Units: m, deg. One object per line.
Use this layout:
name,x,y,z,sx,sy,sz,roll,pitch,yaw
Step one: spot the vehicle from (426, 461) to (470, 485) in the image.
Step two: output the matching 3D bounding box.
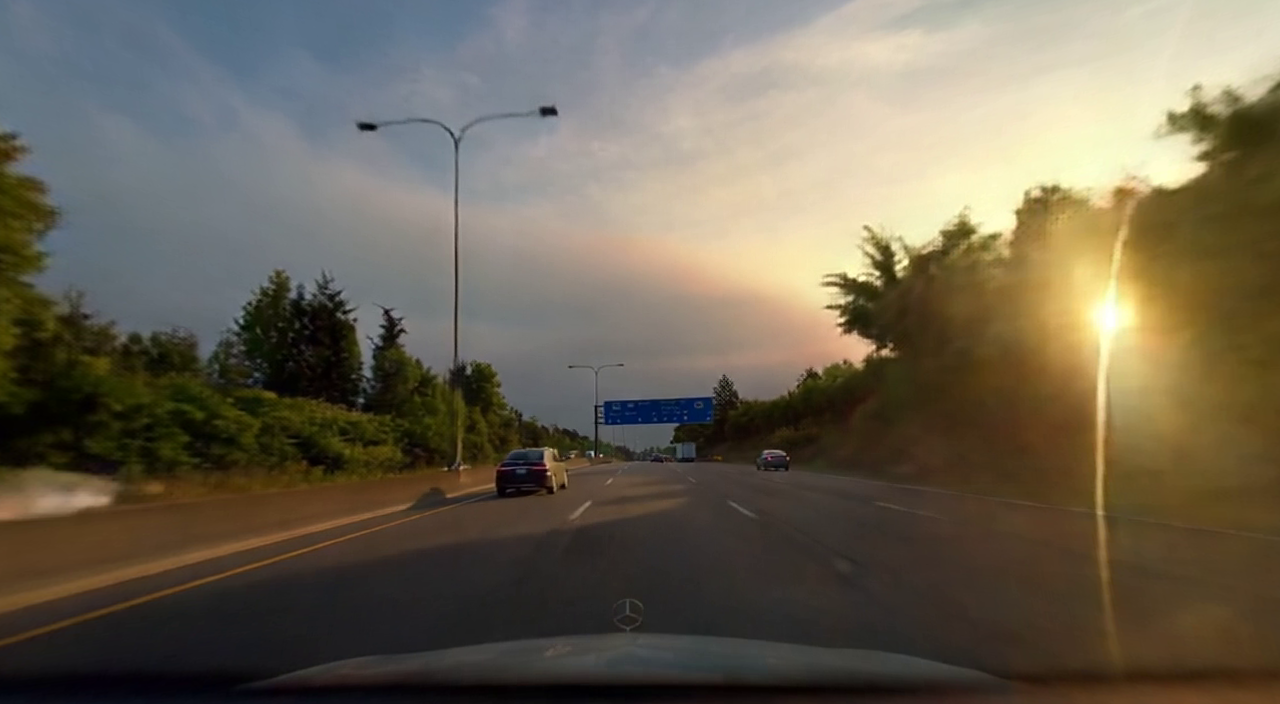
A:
vehicle,-11.780,7.443,38.885,1.628,1.353,3.499,0,-9,0

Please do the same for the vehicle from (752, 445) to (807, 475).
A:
vehicle,7.583,5.921,34.706,1.943,1.493,4.507,0,-9,-1

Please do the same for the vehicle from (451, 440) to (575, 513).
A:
vehicle,-2.994,3.043,15.938,2.191,1.563,4.318,0,-9,1
